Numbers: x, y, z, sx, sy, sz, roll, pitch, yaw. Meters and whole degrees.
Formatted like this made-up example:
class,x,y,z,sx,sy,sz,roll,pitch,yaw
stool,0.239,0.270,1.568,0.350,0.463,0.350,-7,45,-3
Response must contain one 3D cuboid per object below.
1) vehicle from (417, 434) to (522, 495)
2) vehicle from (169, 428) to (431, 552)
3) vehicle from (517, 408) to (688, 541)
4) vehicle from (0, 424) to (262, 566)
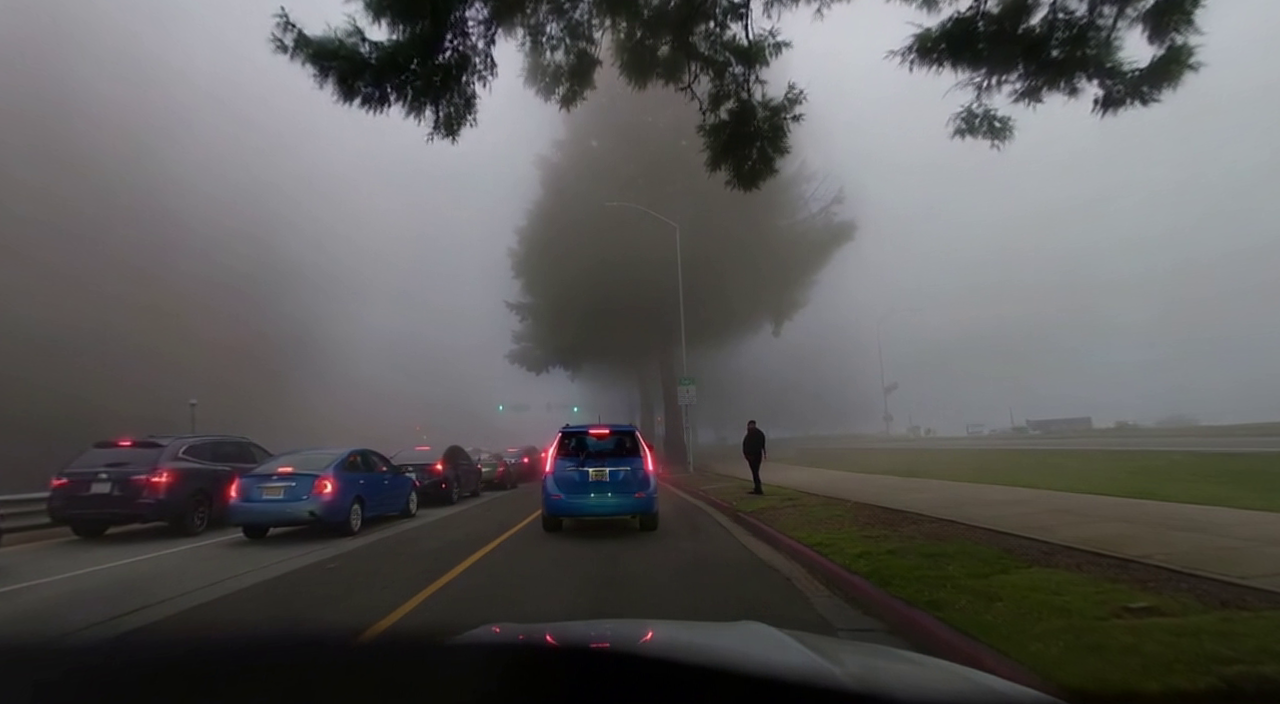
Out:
class,x,y,z,sx,sy,sz,roll,pitch,yaw
vehicle,-5.445,3.663,20.931,2.188,1.774,4.477,0,-9,1
vehicle,-5.403,2.229,10.934,2.010,1.674,4.484,0,-9,0
vehicle,-0.582,2.023,10.994,2.368,1.829,4.293,0,-9,-2
vehicle,-8.793,2.217,10.586,2.013,1.826,4.592,0,-9,1
